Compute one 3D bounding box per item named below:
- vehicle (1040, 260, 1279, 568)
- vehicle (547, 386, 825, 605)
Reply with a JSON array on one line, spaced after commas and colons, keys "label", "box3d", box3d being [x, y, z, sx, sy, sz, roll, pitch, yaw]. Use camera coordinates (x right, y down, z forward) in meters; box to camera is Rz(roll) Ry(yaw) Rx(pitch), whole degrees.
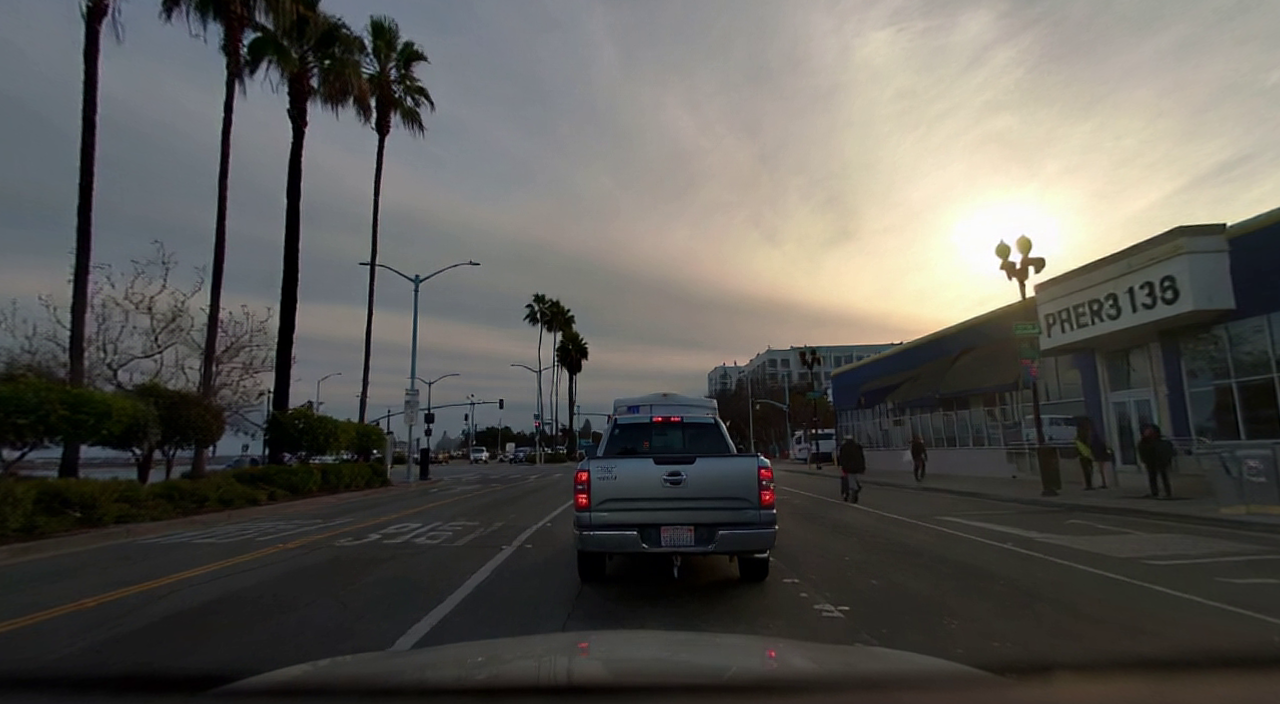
[{"label": "vehicle", "box3d": [7.913, 0.875, 8.586, 2.666, 3.345, 3.622, -1, -9, 8]}, {"label": "vehicle", "box3d": [0.407, 1.586, 7.972, 2.311, 1.819, 5.255, 0, -8, 1]}]
